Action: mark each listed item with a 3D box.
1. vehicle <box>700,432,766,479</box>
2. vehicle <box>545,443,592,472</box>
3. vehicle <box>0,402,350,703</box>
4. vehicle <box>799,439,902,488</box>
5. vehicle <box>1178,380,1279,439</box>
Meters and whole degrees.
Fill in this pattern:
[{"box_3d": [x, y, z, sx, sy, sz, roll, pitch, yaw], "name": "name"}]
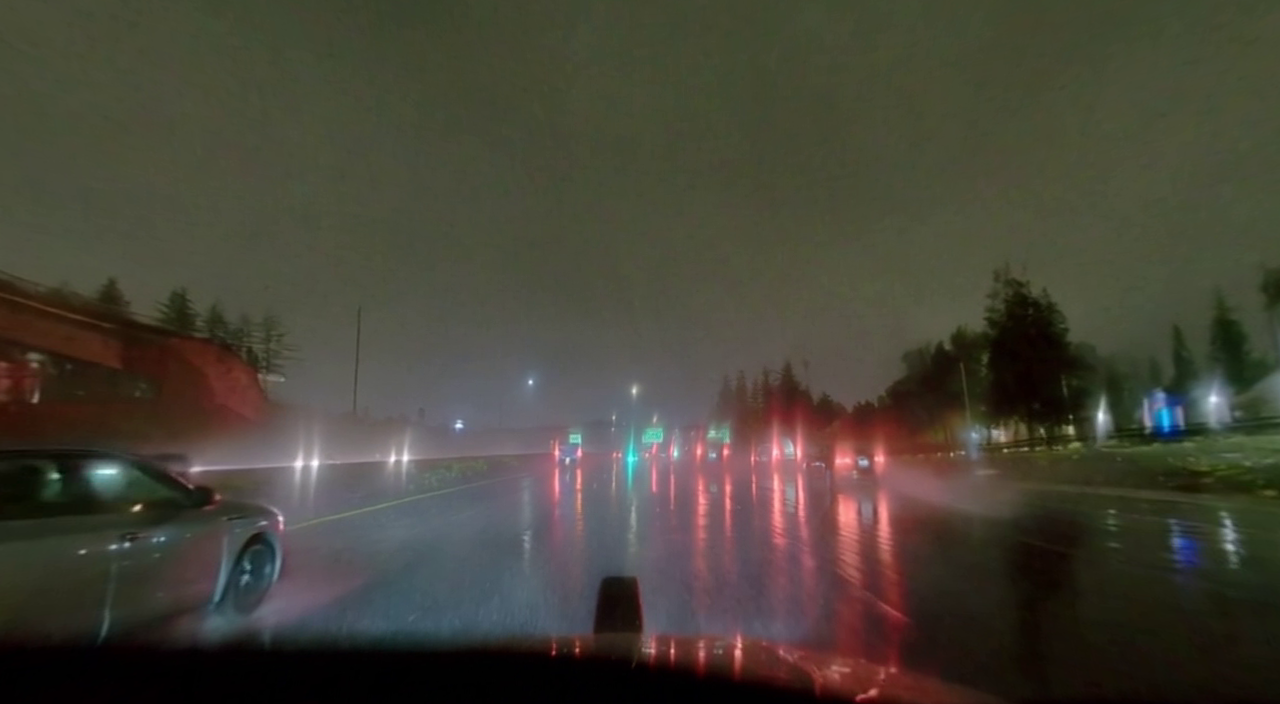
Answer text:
[{"box_3d": [3.752, 4.261, 26.213, 2.072, 1.761, 4.242, 0, -8, -1], "name": "vehicle"}, {"box_3d": [-3.827, 5.724, 34.543, 2.047, 1.464, 4.387, 0, -8, 0], "name": "vehicle"}, {"box_3d": [-3.618, 1.055, 3.277, 1.997, 1.476, 4.703, 0, -8, 0], "name": "vehicle"}, {"box_3d": [7.005, 3.742, 21.573, 1.989, 1.472, 4.322, 0, -8, -1], "name": "vehicle"}, {"box_3d": [44.730, 4.532, 47.065, 2.883, 3.685, 12.599, -3, -9, 21], "name": "vehicle"}]
